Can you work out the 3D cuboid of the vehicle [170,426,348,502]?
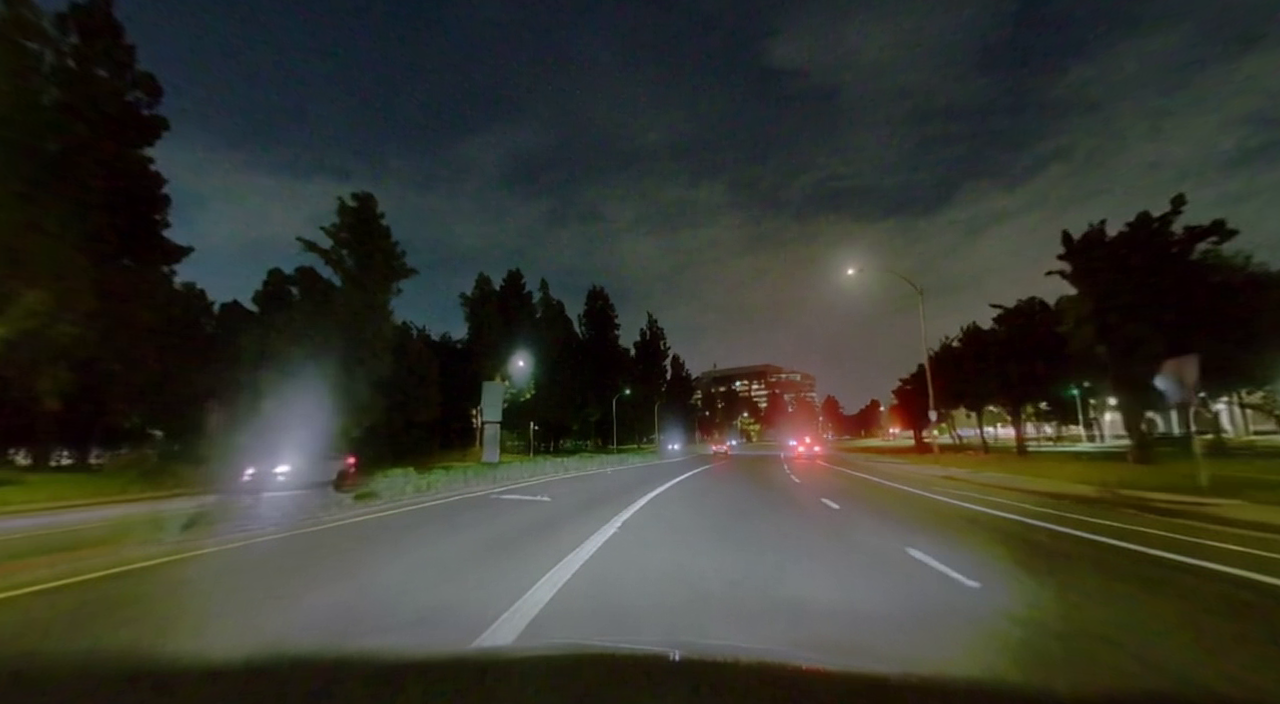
[{"bbox_3d":[-11.288,3.342,19.248,2.080,1.984,4.778,-1,-8,6],"label":"vehicle"}]
